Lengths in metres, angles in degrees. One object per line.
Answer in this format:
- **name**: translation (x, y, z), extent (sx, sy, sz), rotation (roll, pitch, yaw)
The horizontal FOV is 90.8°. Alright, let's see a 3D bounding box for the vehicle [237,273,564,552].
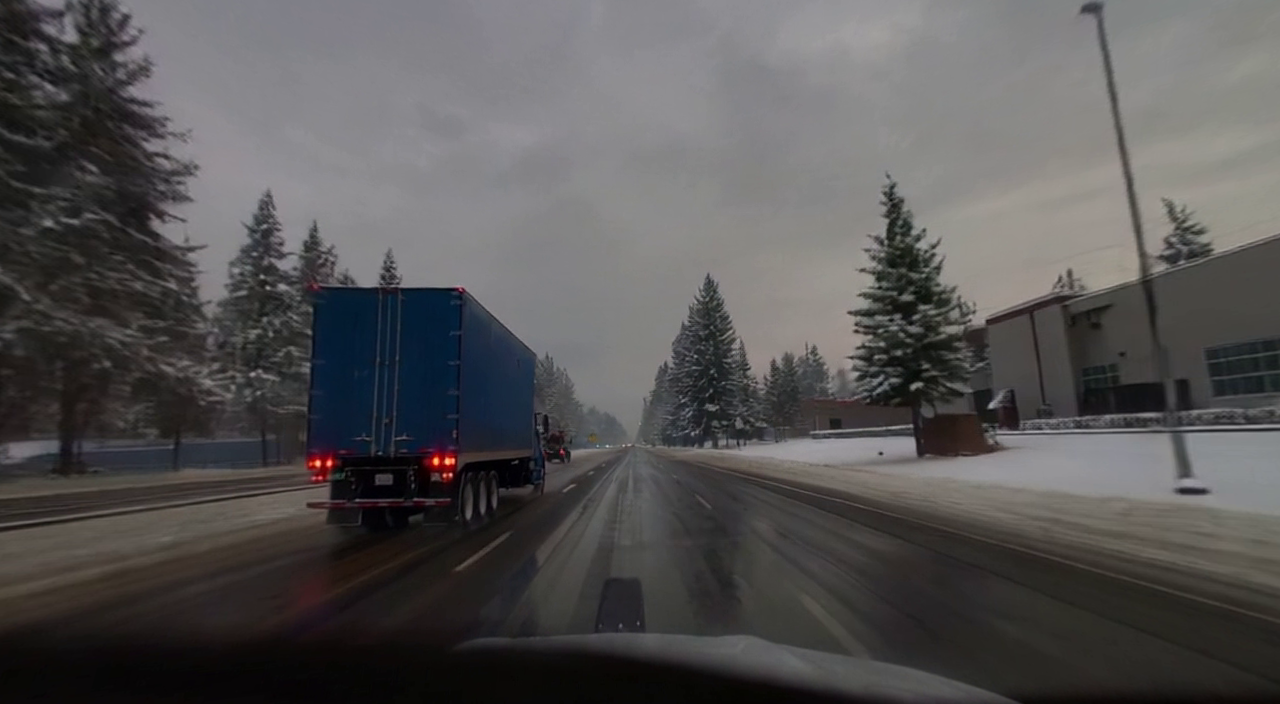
- **vehicle**: translation (-3.381, 1.302, 11.932), extent (2.910, 3.419, 8.376), rotation (0, -8, 0)
